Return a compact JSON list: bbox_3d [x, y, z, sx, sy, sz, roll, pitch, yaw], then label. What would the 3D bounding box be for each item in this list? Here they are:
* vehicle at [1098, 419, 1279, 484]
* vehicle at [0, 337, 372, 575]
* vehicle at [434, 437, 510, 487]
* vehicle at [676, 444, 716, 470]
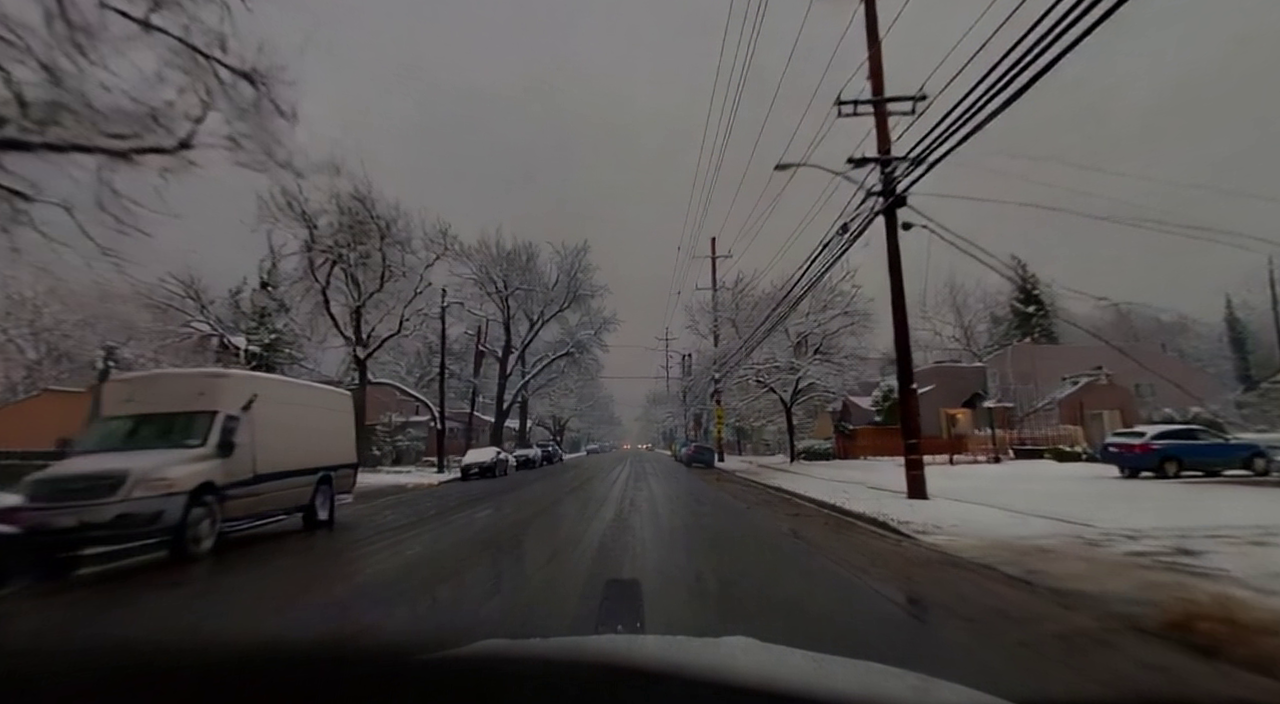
[{"bbox_3d":[16.078,2.860,18.133,4.275,1.645,1.874,-2,-10,1],"label":"vehicle"},{"bbox_3d":[-6.774,1.640,10.162,2.439,2.724,5.647,-1,-10,-1],"label":"vehicle"},{"bbox_3d":[-6.757,4.455,25.906,1.963,1.820,4.297,0,-8,-1],"label":"vehicle"},{"bbox_3d":[3.337,6.321,38.182,1.869,1.453,4.237,0,-8,-2],"label":"vehicle"}]
